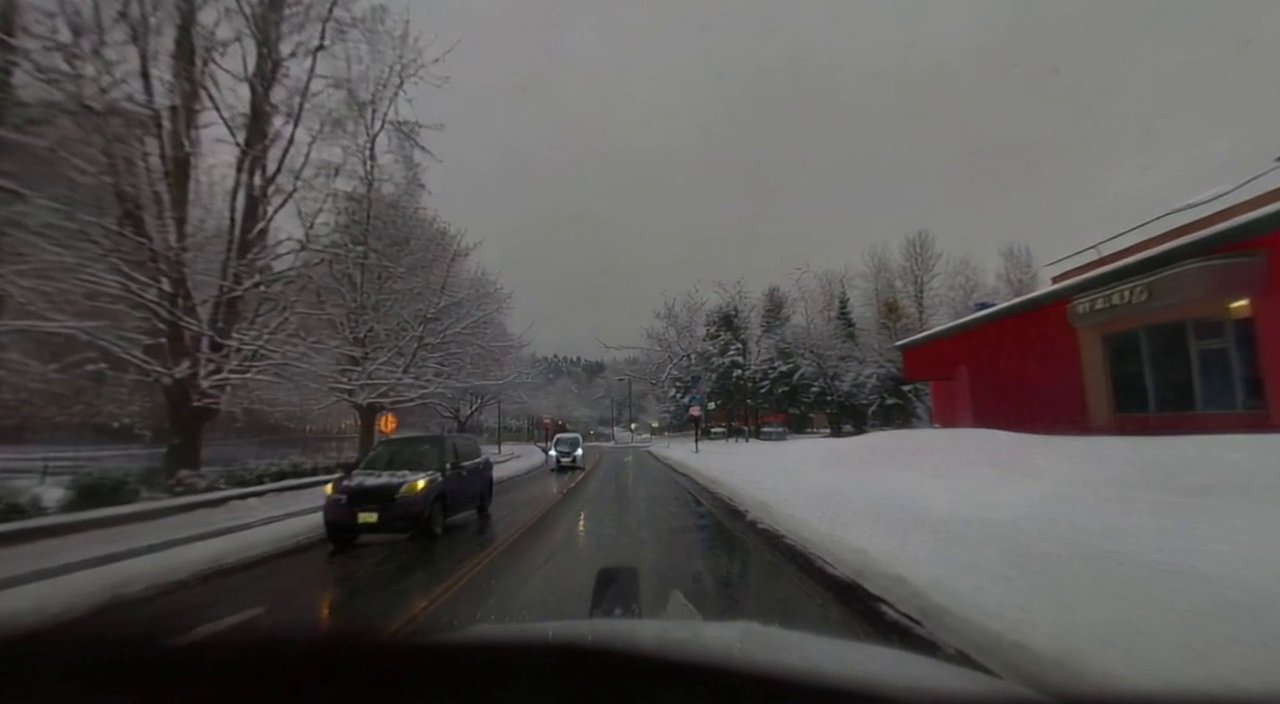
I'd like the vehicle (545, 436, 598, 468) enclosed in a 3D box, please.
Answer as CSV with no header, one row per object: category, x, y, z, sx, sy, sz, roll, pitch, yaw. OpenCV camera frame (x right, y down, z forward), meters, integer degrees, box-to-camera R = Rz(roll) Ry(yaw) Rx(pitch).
vehicle,-3.208,4.753,30.173,1.962,1.424,4.289,0,-8,2

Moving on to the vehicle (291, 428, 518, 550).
vehicle,-3.313,1.973,9.933,1.853,1.478,4.381,0,-8,1
